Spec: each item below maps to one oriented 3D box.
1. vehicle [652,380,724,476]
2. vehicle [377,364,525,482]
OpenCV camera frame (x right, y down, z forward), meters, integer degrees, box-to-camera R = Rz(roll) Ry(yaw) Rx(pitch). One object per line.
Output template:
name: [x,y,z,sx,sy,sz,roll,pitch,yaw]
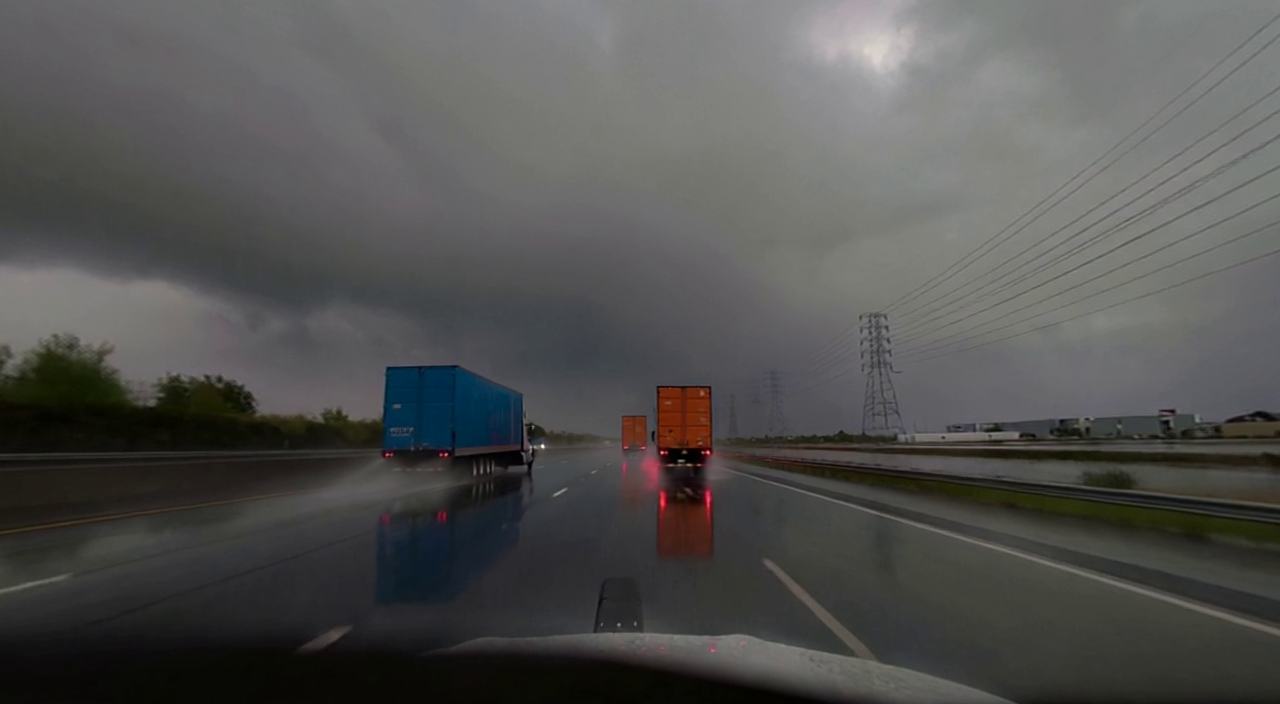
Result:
vehicle: [2.041,3.801,30.536,2.858,3.847,10.034,-1,-9,1]
vehicle: [-7.374,3.209,26.967,2.937,3.981,11.119,0,-8,0]
